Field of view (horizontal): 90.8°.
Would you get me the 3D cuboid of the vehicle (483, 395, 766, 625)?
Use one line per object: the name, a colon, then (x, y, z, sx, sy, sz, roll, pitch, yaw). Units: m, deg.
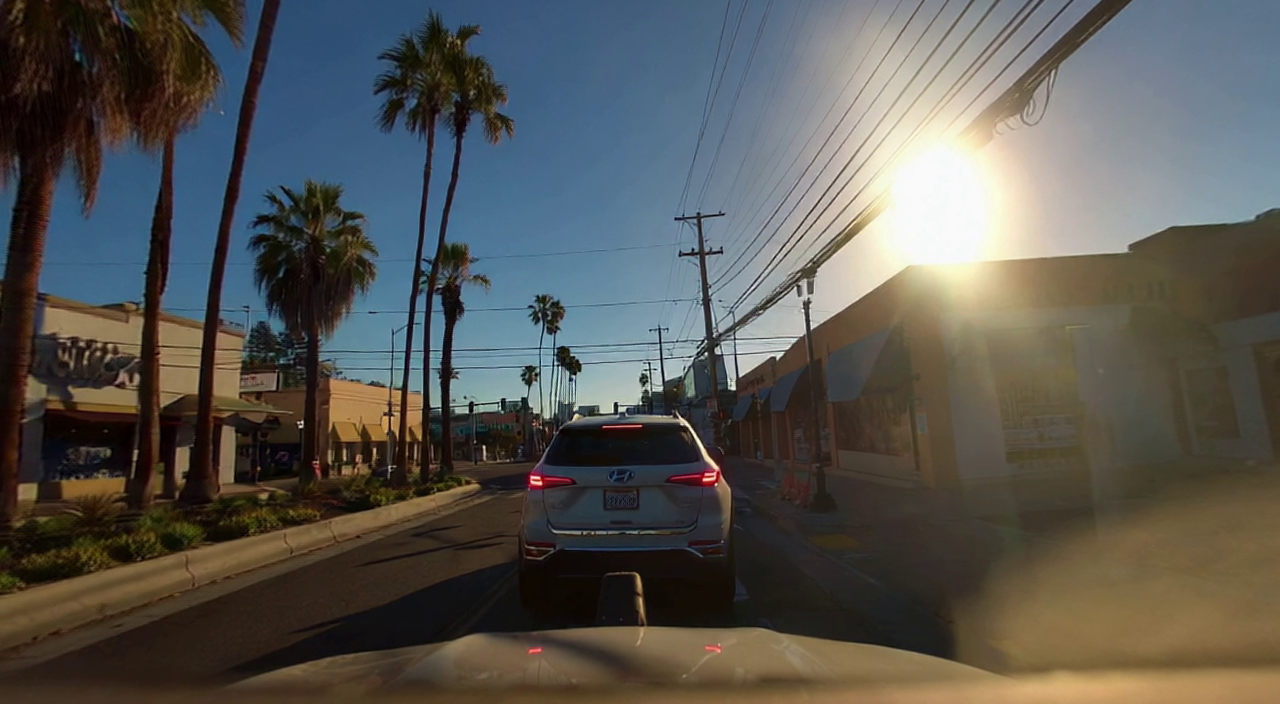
vehicle: (-0.200, 1.449, 6.683, 2.105, 1.702, 3.750, 0, -8, -3)
